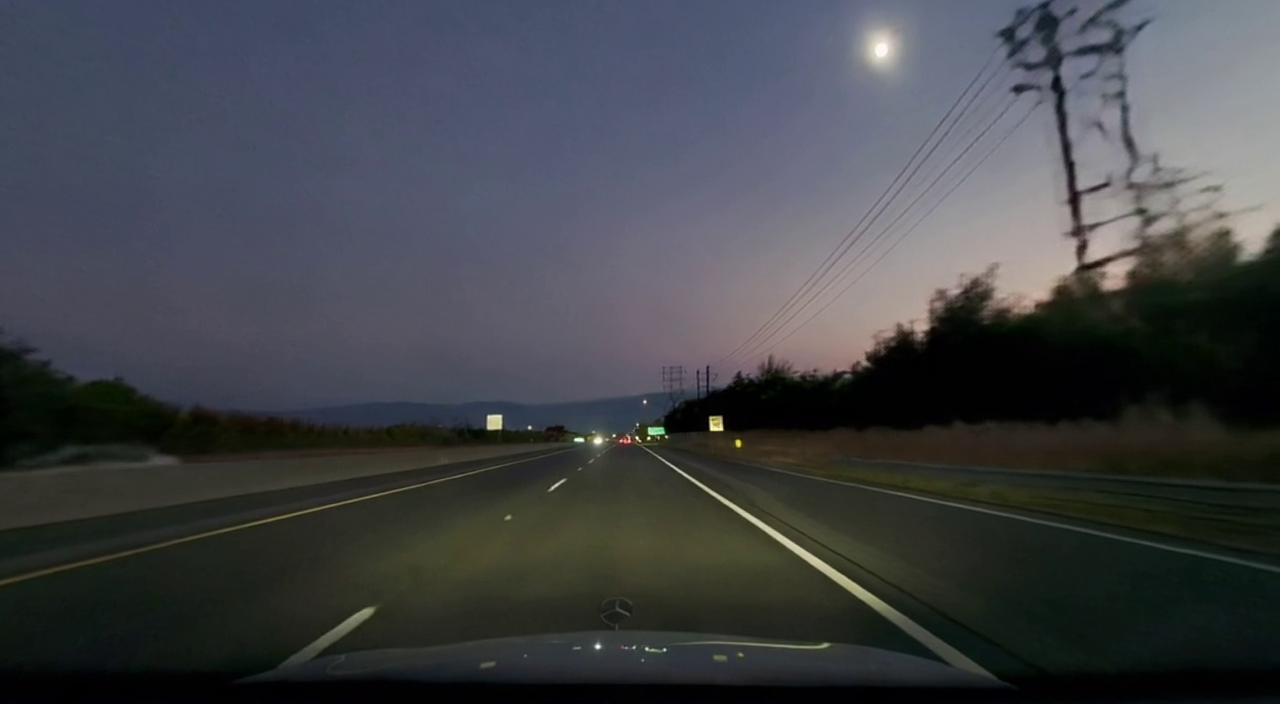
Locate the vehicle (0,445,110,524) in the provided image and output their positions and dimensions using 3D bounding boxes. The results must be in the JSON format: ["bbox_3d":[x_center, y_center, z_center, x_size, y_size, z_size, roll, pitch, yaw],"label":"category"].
[{"bbox_3d":[-12.916,2.522,11.973,1.791,1.426,4.502,0,-8,-1],"label":"vehicle"}]
